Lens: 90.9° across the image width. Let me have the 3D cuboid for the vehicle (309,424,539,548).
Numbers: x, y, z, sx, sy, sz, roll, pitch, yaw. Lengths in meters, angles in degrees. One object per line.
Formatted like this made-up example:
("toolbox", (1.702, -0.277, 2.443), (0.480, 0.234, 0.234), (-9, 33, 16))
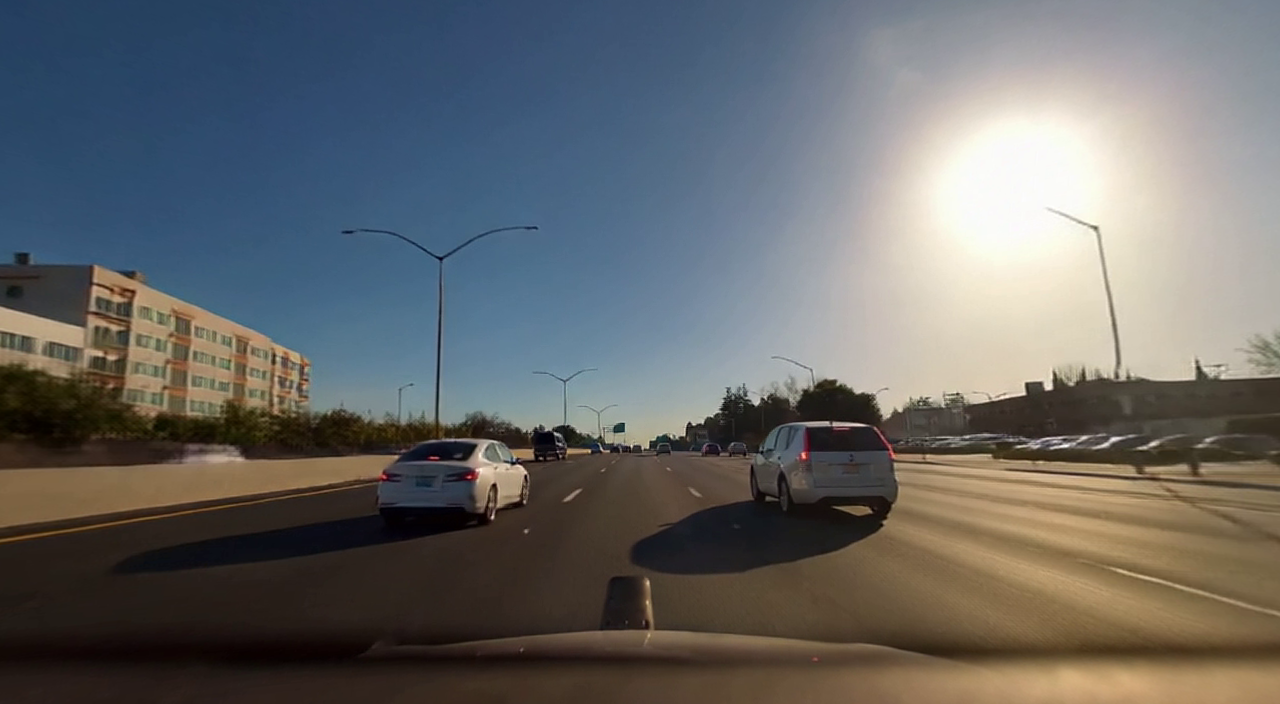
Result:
("vehicle", (-3.129, 2.051, 10.410), (2.080, 1.542, 4.718), (0, -8, 1))

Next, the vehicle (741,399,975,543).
("vehicle", (3.232, 1.901, 10.685), (2.148, 1.852, 4.835), (0, -8, -1))

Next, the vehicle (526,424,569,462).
("vehicle", (-7.176, 7.171, 49.698), (2.362, 2.778, 6.630), (0, -8, 0))
